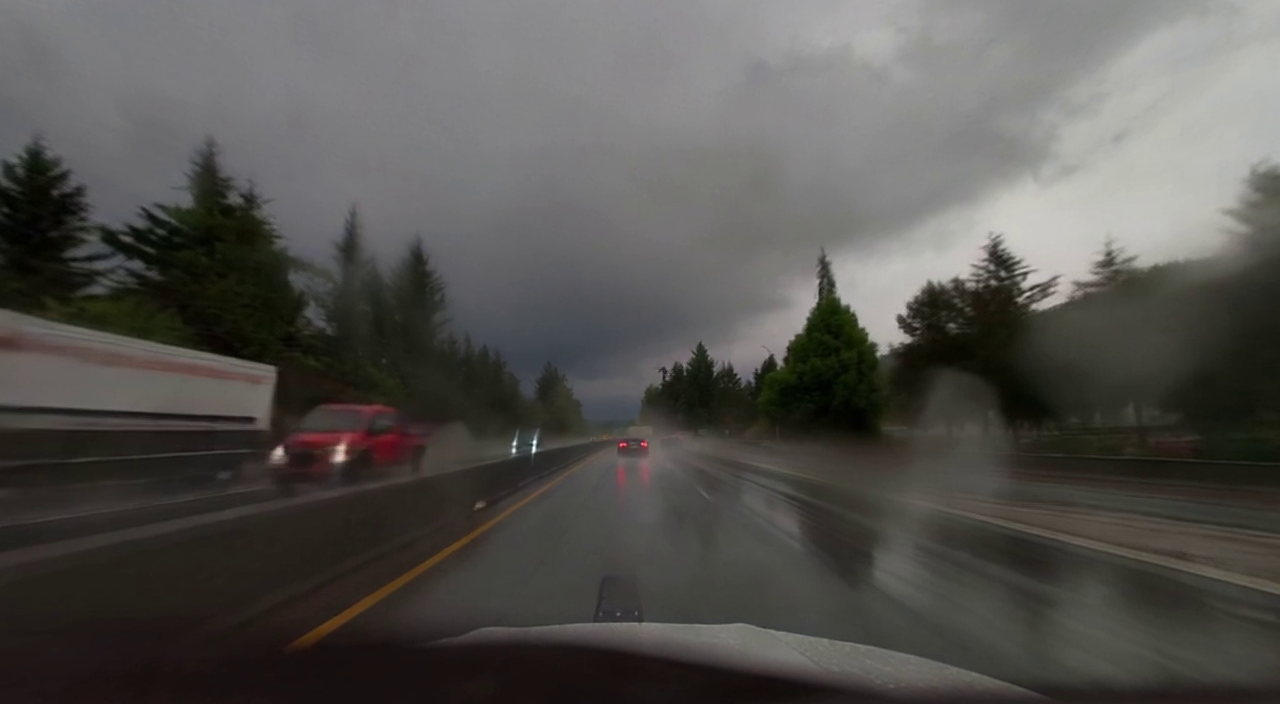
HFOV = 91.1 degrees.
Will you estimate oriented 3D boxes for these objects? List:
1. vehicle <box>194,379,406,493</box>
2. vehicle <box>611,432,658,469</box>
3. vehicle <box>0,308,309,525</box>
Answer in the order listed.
[{"bbox_3d":[-9.337,2.447,18.414,2.242,2.681,7.197,0,-8,-1],"label":"vehicle"},{"bbox_3d":[-0.261,4.224,27.305,1.897,1.479,3.724,0,-8,-2],"label":"vehicle"},{"bbox_3d":[-13.709,1.825,16.395,2.851,4.097,13.944,0,-8,-1],"label":"vehicle"}]
